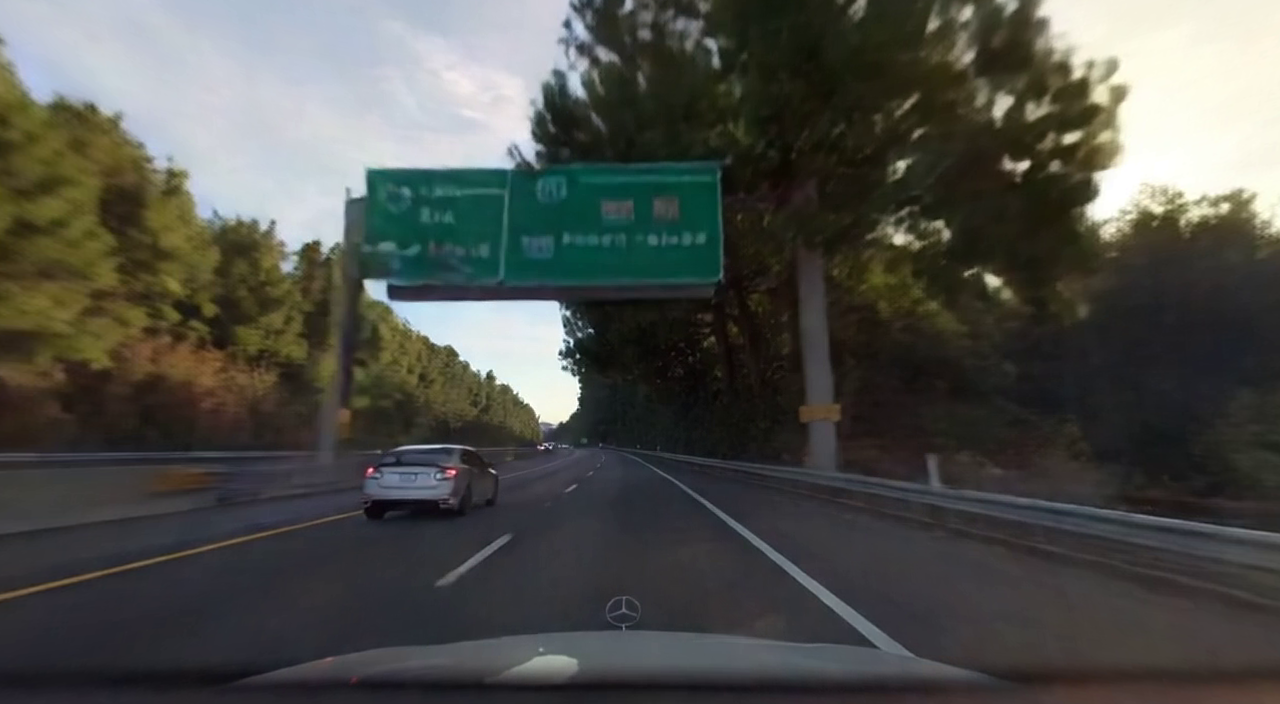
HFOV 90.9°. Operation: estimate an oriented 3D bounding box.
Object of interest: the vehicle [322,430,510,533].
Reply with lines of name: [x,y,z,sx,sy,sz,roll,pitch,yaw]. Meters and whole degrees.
vehicle: [-3.790,2.264,11.509,1.990,1.532,3.911,0,-9,0]
